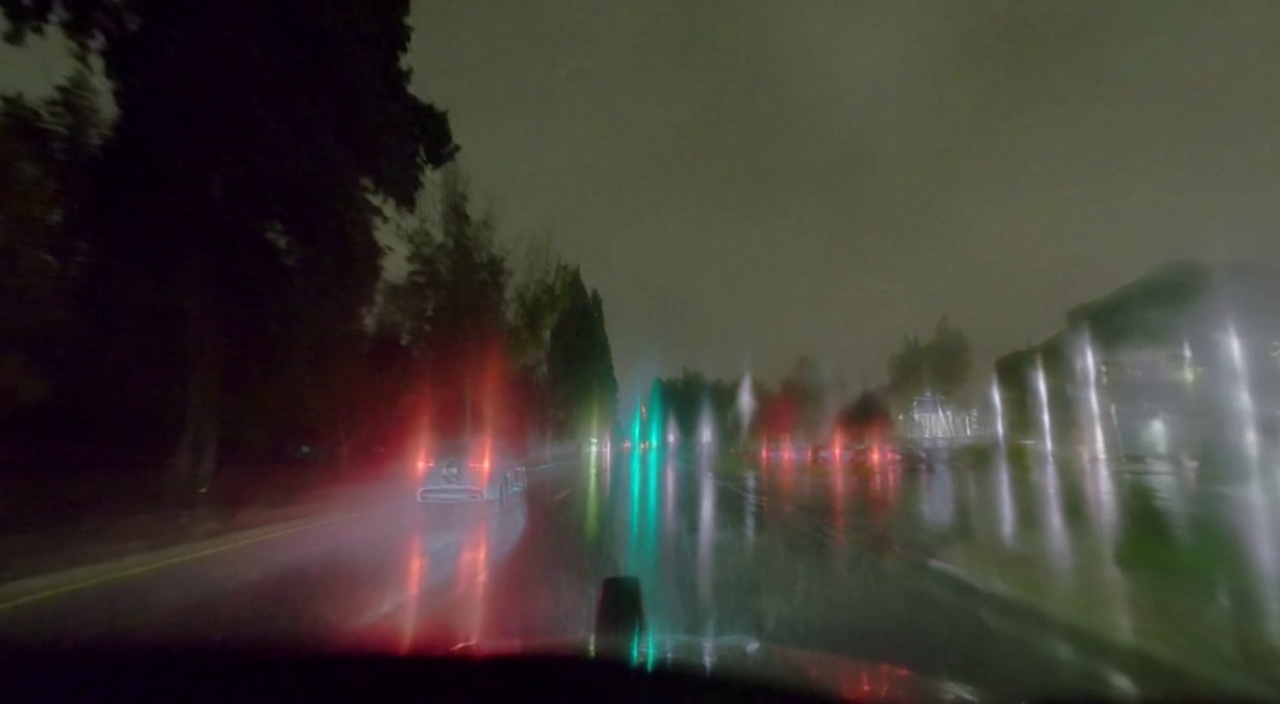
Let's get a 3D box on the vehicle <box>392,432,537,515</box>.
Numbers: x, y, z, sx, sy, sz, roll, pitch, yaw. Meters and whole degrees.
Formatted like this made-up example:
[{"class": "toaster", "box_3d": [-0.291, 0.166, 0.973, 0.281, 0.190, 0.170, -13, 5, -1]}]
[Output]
[{"class": "vehicle", "box_3d": [-3.642, 2.604, 13.966, 2.030, 1.550, 3.925, 0, -8, 1]}]
